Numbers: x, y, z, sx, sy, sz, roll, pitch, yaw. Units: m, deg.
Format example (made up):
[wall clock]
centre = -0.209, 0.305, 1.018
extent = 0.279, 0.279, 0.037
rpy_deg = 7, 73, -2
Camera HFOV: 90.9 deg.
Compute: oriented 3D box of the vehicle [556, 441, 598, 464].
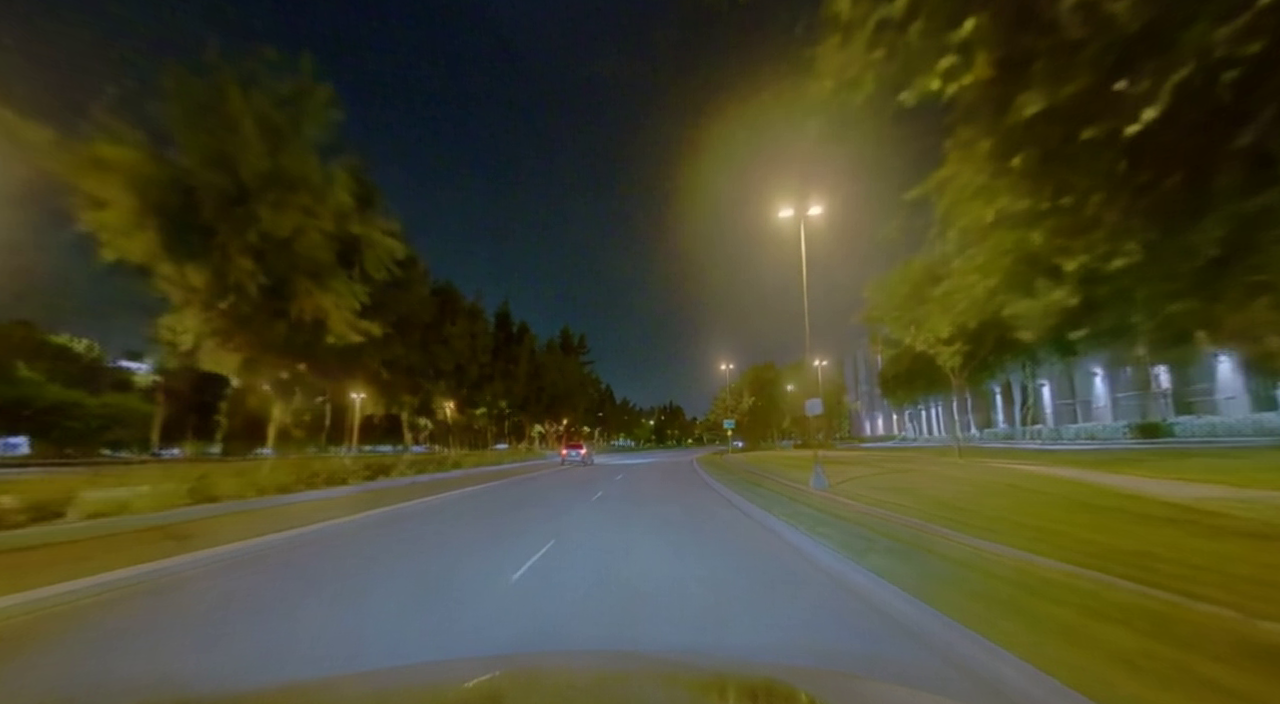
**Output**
[vehicle]
centre = -4.205, 6.826, 43.032
extent = 1.945, 1.461, 4.605
rpy_deg = -1, -8, 6
